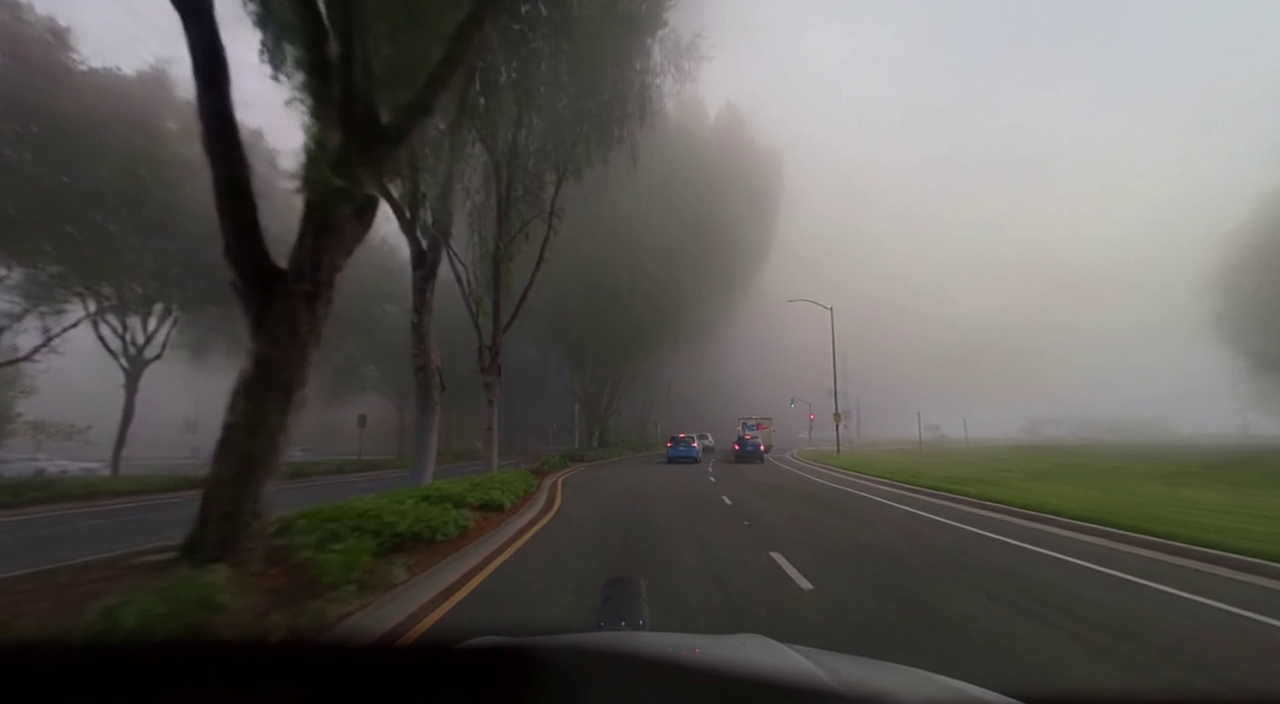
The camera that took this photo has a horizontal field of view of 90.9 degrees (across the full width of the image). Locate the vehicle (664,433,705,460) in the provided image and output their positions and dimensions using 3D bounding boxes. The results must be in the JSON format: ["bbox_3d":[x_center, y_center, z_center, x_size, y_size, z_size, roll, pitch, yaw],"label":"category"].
[{"bbox_3d":[2.673,5.557,36.997,2.066,1.482,4.273,-1,-8,8],"label":"vehicle"}]

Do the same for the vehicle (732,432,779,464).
[{"bbox_3d":[5.776,4.893,32.073,1.989,1.497,4.436,-1,-8,6],"label":"vehicle"}]
